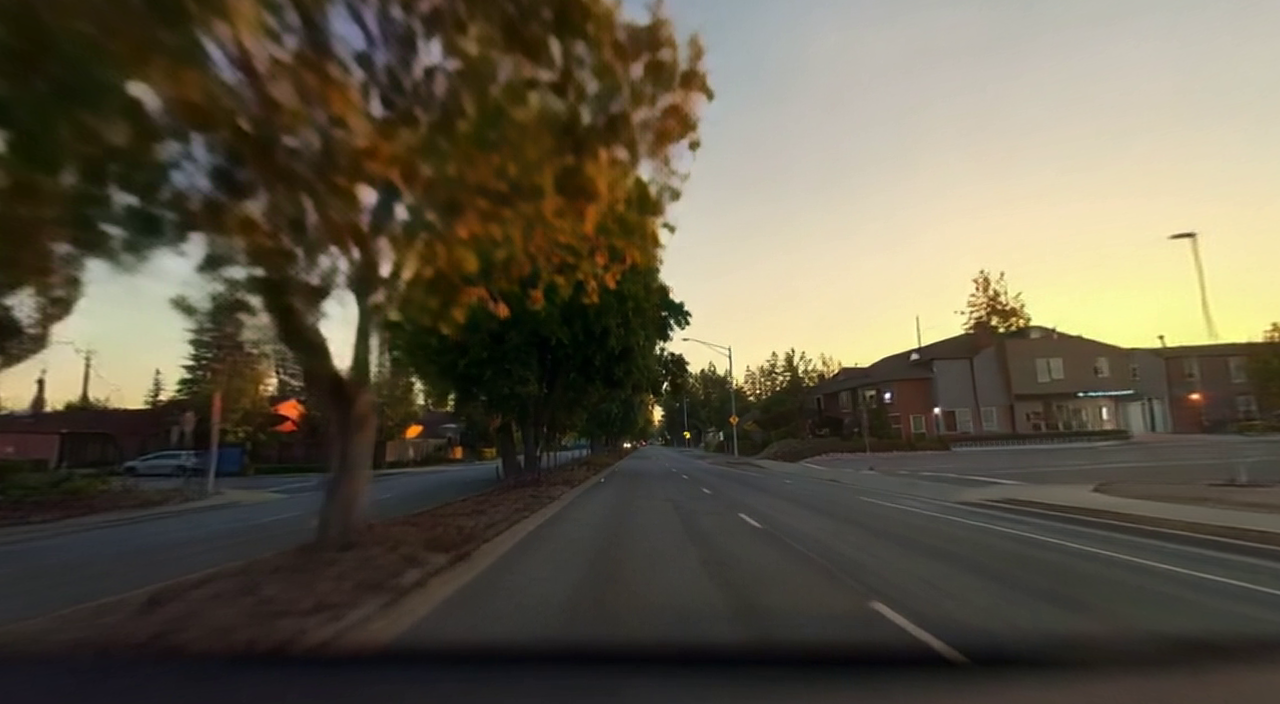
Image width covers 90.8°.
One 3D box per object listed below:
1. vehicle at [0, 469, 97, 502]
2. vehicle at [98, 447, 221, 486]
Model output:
[{"bbox_3d":[-29.003,6.374,30.273,4.279,1.437,1.872,-1,-8,2],"label":"vehicle"},{"bbox_3d":[-30.613,7.281,40.417,5.937,2.345,2.252,0,-8,-1],"label":"vehicle"}]
